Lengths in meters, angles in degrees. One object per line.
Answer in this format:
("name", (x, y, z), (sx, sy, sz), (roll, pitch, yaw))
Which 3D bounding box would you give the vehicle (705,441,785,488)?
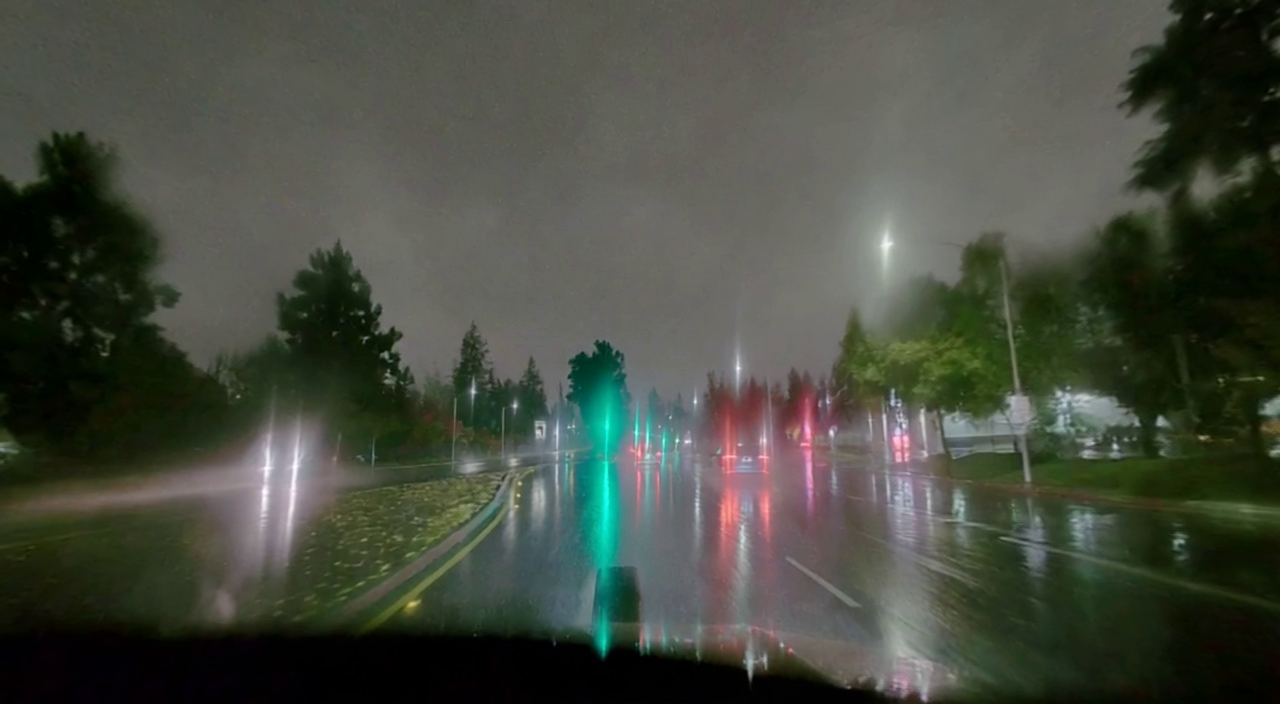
("vehicle", (3.592, 3.934, 22.481), (1.948, 1.479, 4.620), (0, -8, -2))

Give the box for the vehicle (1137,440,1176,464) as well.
("vehicle", (38.743, 7.483, 47.441), (1.875, 1.645, 4.474), (-6, -10, 35))

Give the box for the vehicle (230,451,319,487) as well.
("vehicle", (-17.537, 5.616, 30.544), (1.901, 1.554, 3.894), (0, -8, 0))

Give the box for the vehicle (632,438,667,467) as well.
("vehicle", (0.582, 6.575, 41.401), (1.988, 1.800, 4.322), (1, -9, -3))
